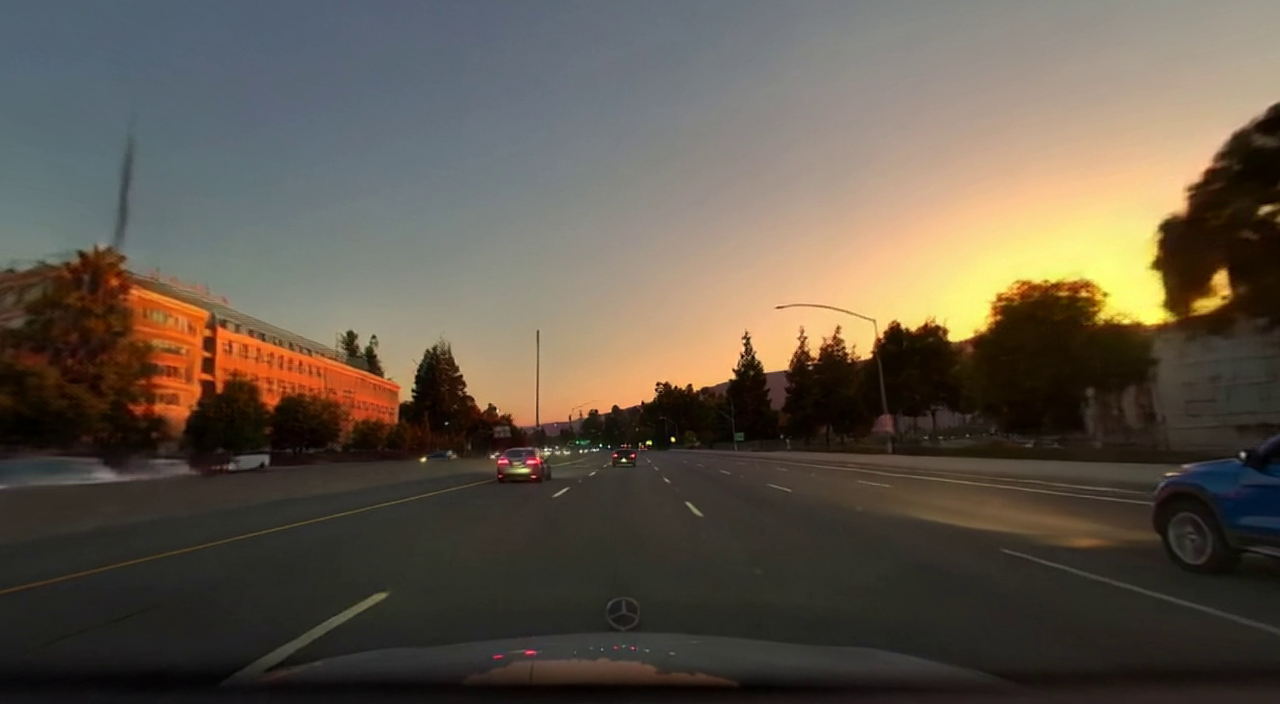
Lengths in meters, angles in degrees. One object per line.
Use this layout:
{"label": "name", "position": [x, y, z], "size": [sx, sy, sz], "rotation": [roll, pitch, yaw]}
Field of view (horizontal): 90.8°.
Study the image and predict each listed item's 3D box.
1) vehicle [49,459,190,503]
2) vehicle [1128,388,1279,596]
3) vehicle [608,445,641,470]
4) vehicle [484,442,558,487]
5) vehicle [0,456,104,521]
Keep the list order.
{"label": "vehicle", "position": [-21.403, 5.287, 26.279], "size": [2.025, 1.513, 4.513], "rotation": [0, -9, 0]}
{"label": "vehicle", "position": [6.623, 1.108, 4.772], "size": [2.028, 1.801, 4.741], "rotation": [0, -9, 0]}
{"label": "vehicle", "position": [-1.007, 6.703, 40.192], "size": [1.997, 1.485, 4.094], "rotation": [0, -9, -1]}
{"label": "vehicle", "position": [-4.281, 4.116, 23.438], "size": [1.886, 1.465, 4.625], "rotation": [0, -9, 0]}
{"label": "vehicle", "position": [-17.667, 3.716, 17.391], "size": [2.089, 1.621, 4.267], "rotation": [0, -9, -1]}
